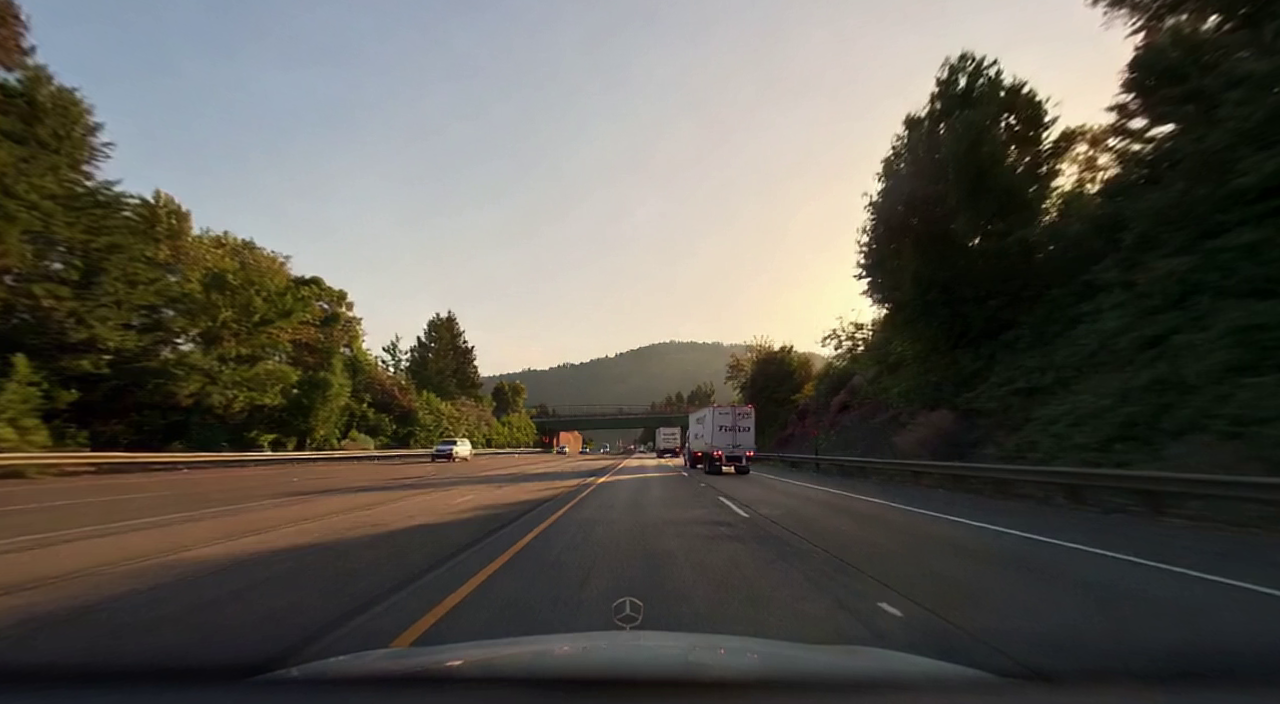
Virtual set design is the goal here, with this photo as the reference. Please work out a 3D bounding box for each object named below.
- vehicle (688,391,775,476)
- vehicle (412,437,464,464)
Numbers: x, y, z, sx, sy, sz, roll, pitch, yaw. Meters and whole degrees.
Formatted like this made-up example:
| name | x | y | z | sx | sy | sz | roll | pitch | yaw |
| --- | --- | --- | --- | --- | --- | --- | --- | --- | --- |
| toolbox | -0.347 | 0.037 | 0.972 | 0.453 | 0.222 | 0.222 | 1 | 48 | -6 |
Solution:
| name | x | y | z | sx | sy | sz | roll | pitch | yaw |
| --- | --- | --- | --- | --- | --- | --- | --- | --- | --- |
| vehicle | 4.918 | 5.012 | 37.418 | 2.929 | 4.093 | 14.258 | 0 | -9 | 0 |
| vehicle | -12.080 | 5.969 | 38.019 | 1.830 | 1.520 | 3.936 | 0 | -9 | 0 |
